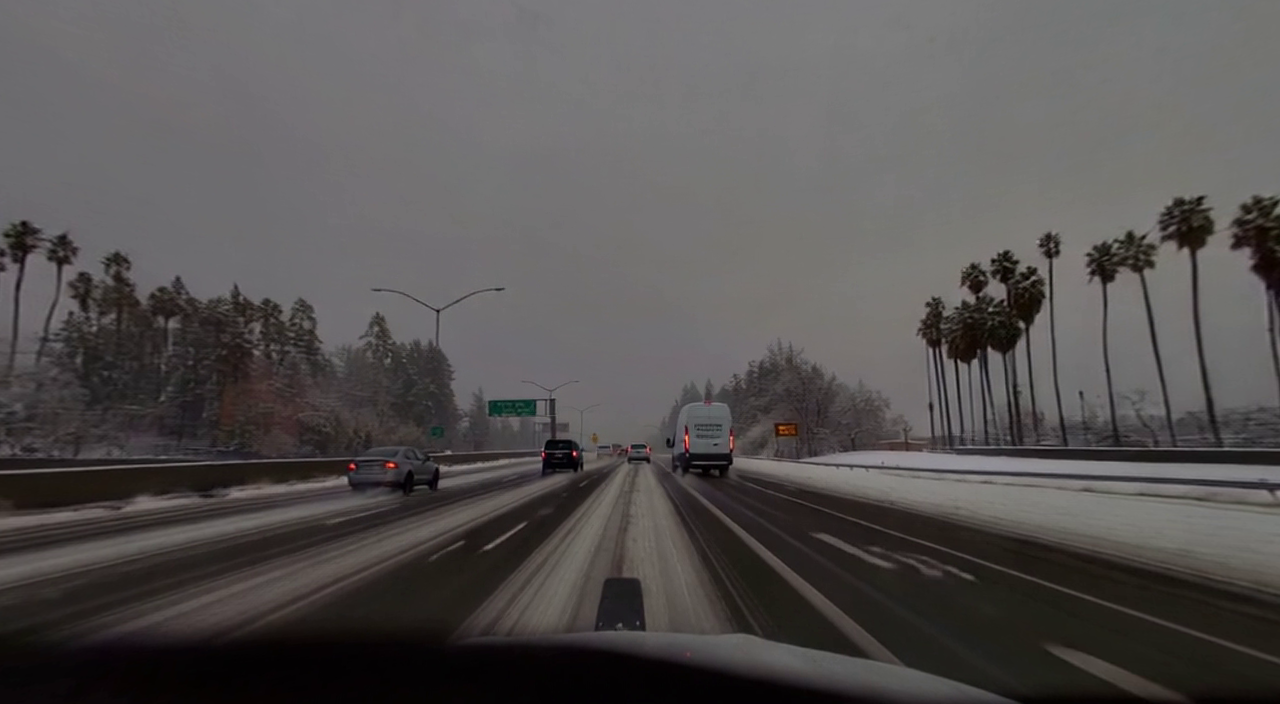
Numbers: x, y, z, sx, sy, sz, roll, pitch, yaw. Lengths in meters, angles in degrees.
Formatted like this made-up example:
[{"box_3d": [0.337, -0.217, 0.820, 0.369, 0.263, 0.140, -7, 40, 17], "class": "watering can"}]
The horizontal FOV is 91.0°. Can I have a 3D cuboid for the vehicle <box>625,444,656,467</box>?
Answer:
[{"box_3d": [0.023, 7.120, 43.423, 2.085, 1.507, 4.096, 0, -9, 0], "class": "vehicle"}]

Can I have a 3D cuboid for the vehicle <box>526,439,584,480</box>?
[{"box_3d": [-3.737, 4.800, 28.424, 2.017, 1.683, 4.094, 0, -9, 1], "class": "vehicle"}]

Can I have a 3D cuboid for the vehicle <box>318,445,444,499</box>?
[{"box_3d": [-7.909, 3.685, 19.758, 2.050, 1.487, 4.372, 0, -9, 0], "class": "vehicle"}]

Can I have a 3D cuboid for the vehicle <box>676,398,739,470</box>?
[{"box_3d": [3.975, 5.164, 39.155, 3.086, 3.984, 8.371, 0, -9, 1], "class": "vehicle"}]
